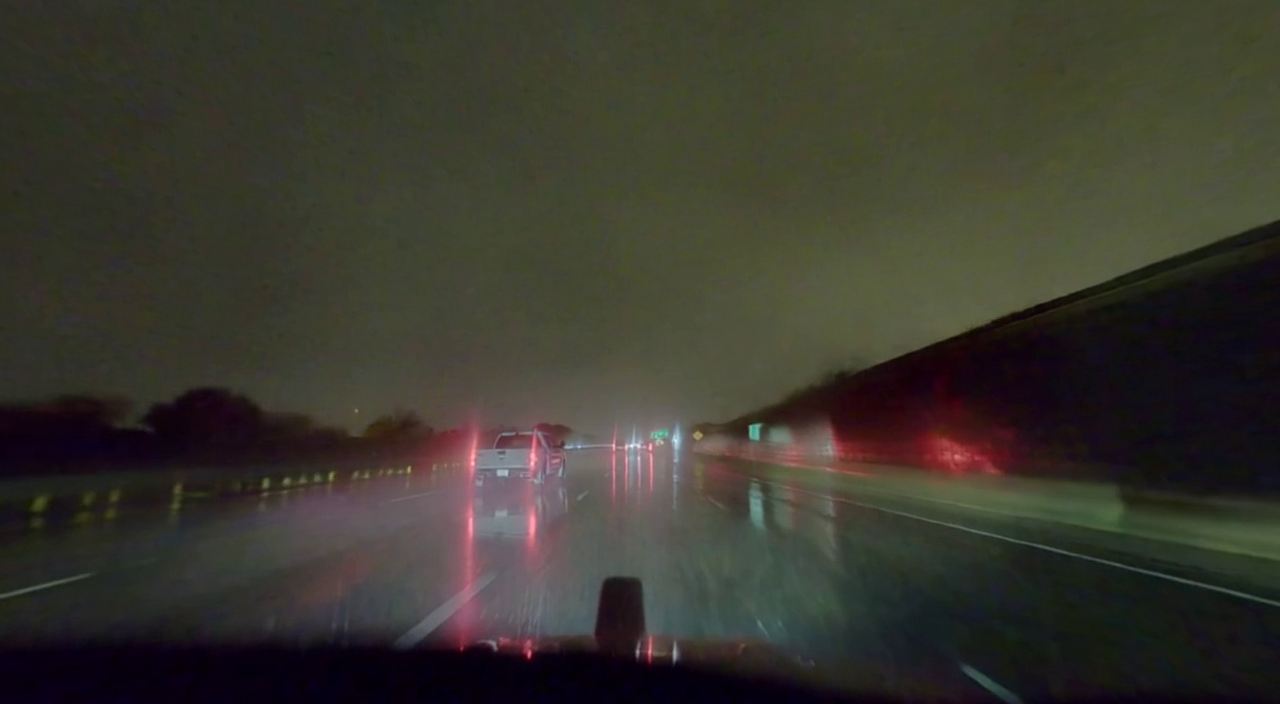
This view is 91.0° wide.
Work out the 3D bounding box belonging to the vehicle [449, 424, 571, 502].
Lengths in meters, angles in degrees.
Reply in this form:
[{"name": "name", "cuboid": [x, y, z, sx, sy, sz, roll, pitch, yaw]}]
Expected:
[{"name": "vehicle", "cuboid": [-3.575, 3.214, 18.654, 2.379, 1.918, 5.504, 0, -9, 1]}]
